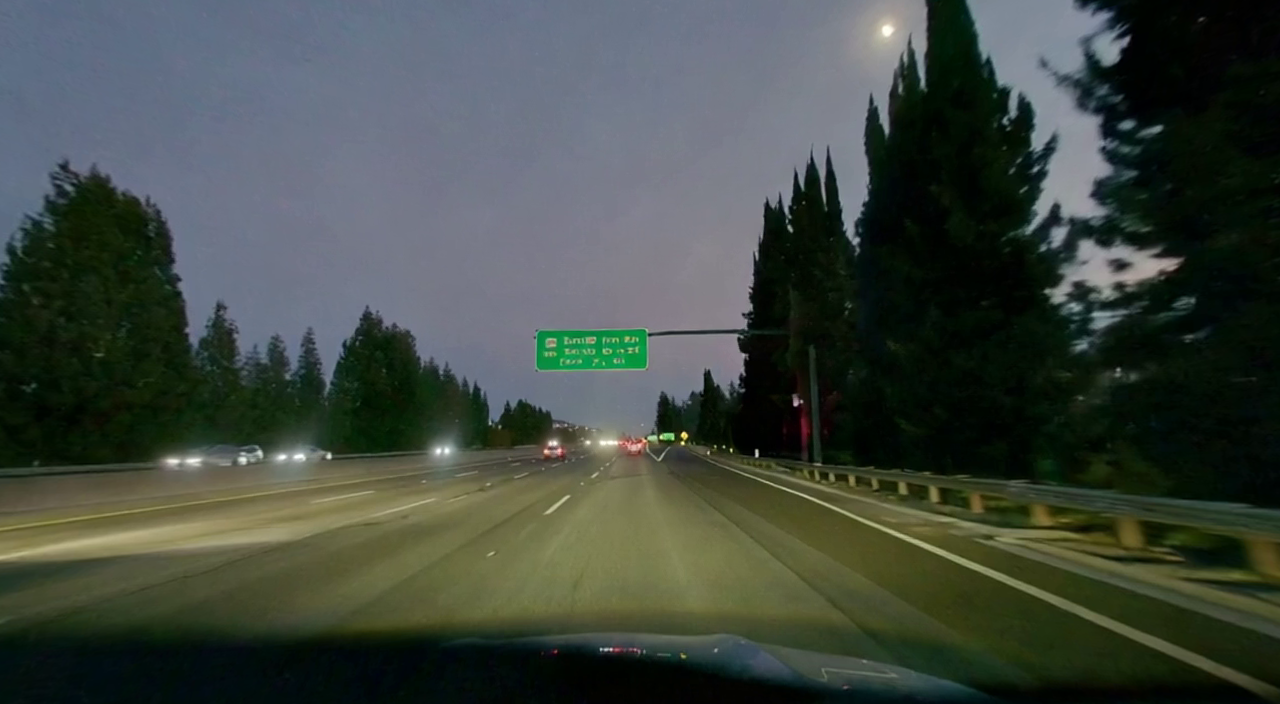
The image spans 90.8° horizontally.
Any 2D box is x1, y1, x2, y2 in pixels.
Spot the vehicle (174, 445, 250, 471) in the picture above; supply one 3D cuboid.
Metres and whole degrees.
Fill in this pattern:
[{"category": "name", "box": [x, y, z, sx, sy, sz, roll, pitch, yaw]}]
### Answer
[{"category": "vehicle", "box": [-29.407, 7.301, 43.594, 2.115, 1.686, 4.501, 0, -9, 0]}]
